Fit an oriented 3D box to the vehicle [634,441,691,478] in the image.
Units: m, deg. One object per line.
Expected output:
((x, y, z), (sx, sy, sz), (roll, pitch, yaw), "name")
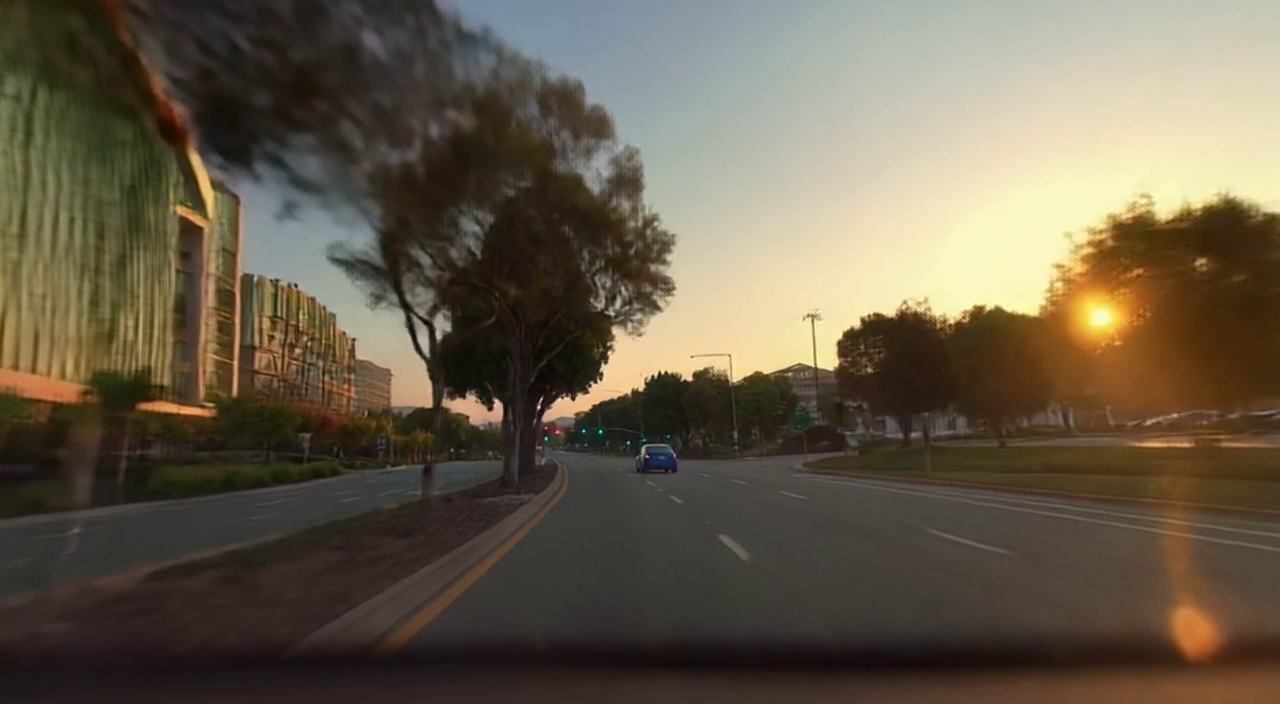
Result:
((0.991, 5.180, 30.784), (2.165, 1.633, 4.381), (0, -9, -6), "vehicle")
